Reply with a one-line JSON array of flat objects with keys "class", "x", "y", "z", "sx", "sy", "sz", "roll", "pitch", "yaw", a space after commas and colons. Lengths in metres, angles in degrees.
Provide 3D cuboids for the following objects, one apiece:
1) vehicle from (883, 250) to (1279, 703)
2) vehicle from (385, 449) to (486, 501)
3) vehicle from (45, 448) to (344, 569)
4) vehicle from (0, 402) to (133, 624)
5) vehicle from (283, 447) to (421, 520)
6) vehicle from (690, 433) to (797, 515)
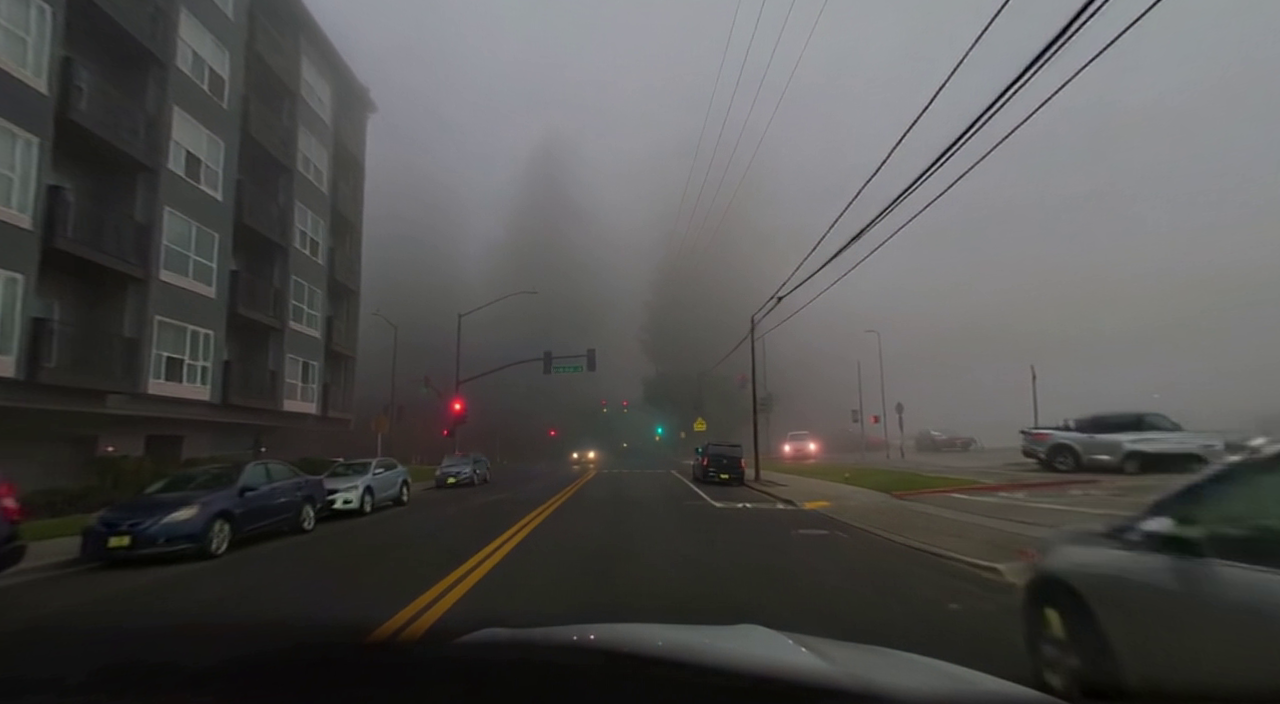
[{"class": "vehicle", "x": 2.922, "y": 0.698, "z": 2.090, "sx": 2.408, "sy": 1.815, "sz": 4.462, "roll": 0, "pitch": -8, "yaw": 0}, {"class": "vehicle", "x": -6.609, "y": 3.988, "z": 21.008, "sx": 1.934, "sy": 1.484, "sz": 4.630, "roll": 0, "pitch": -8, "yaw": -2}, {"class": "vehicle", "x": -6.603, "y": 2.296, "z": 10.129, "sx": 1.789, "sy": 1.462, "sz": 4.313, "roll": 0, "pitch": -8, "yaw": -3}, {"class": "vehicle", "x": -6.272, "y": 1.191, "z": 4.225, "sx": 1.993, "sy": 1.817, "sz": 4.619, "roll": 0, "pitch": -8, "yaw": -2}, {"class": "vehicle", "x": -6.868, "y": 3.118, "z": 15.525, "sx": 1.713, "sy": 1.531, "sz": 3.685, "roll": 0, "pitch": -8, "yaw": -2}, {"class": "vehicle", "x": 2.700, "y": 3.263, "z": 17.729, "sx": 2.034, "sy": 1.689, "sz": 4.978, "roll": 0, "pitch": -4, "yaw": -2}]
